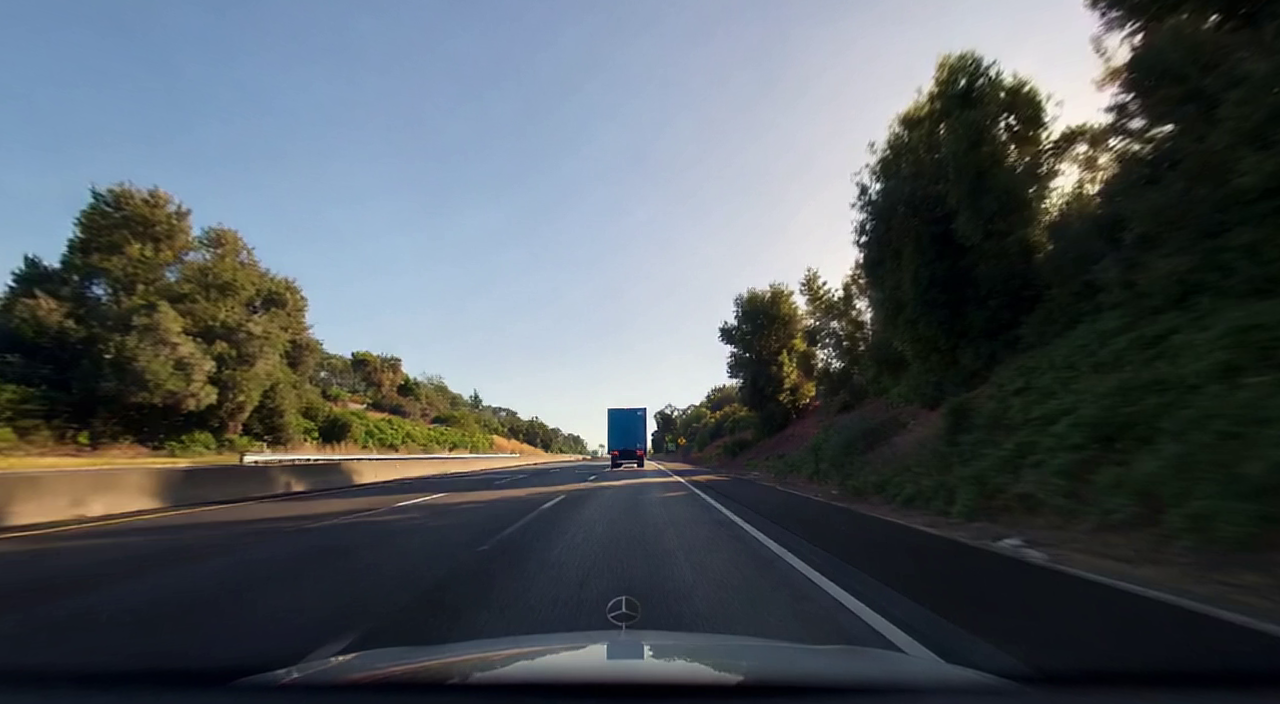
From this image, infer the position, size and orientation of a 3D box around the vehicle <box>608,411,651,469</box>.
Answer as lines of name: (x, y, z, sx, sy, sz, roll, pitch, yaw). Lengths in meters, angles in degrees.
vehicle: (-0.767, 6.940, 48.979, 2.982, 3.947, 11.075, 0, -9, 0)
